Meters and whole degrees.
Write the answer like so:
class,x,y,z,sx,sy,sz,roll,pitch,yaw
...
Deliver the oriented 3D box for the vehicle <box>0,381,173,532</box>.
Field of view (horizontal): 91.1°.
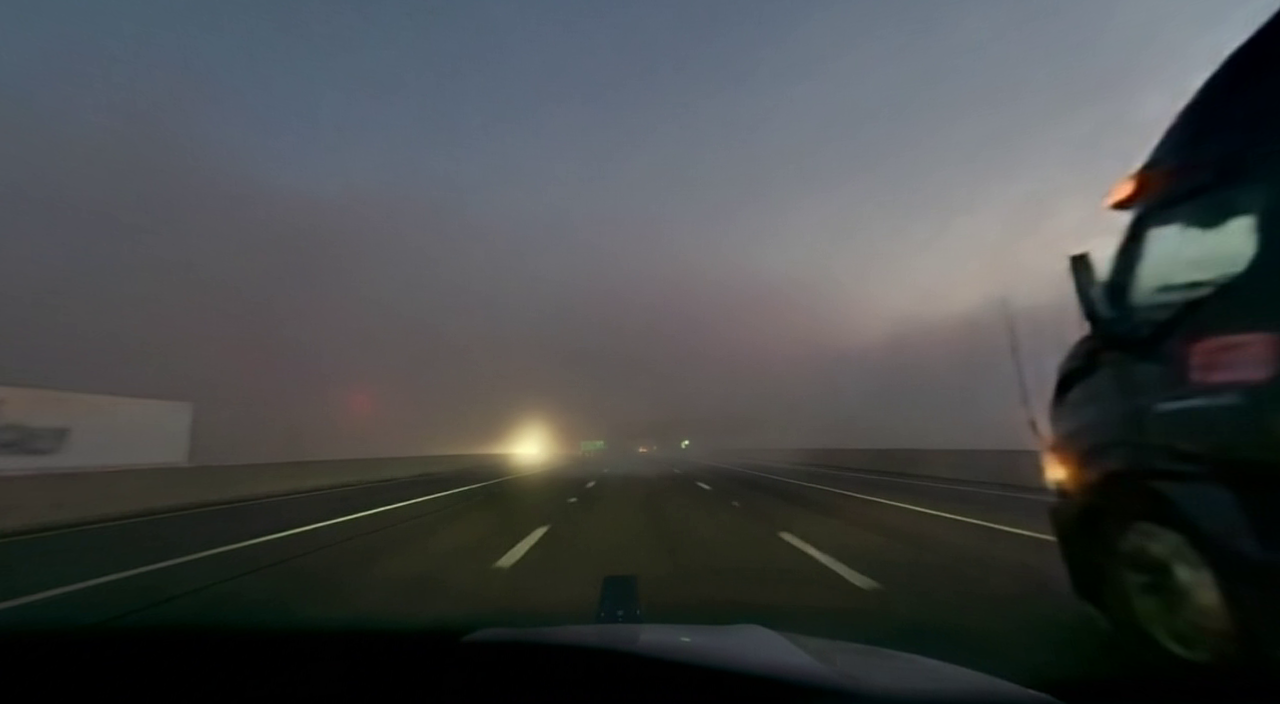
class,x,y,z,sx,sy,sz,roll,pitch,yaw
vehicle,-20.434,3.071,18.351,3.091,4.397,13.932,0,-9,-1
